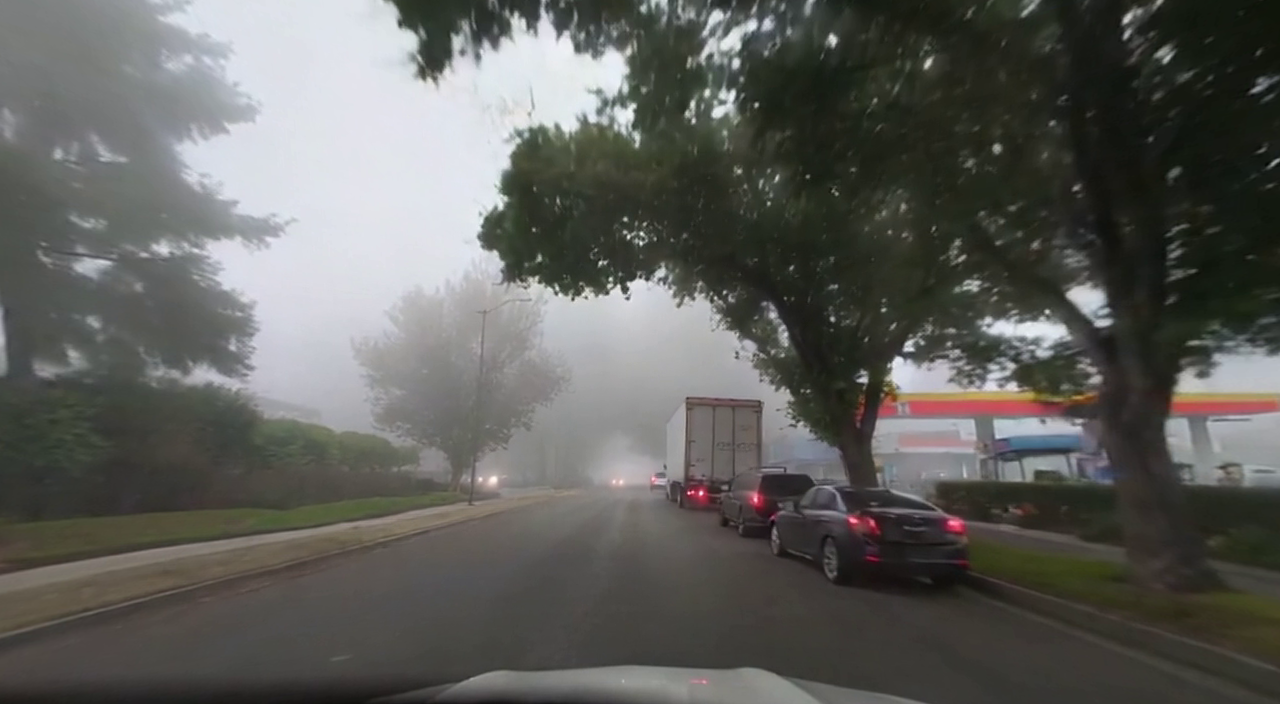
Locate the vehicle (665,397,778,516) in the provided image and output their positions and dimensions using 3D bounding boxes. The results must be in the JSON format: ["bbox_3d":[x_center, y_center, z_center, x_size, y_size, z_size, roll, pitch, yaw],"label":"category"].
[{"bbox_3d":[3.083,4.947,28.909,2.990,4.098,13.928,1,-11,-1],"label":"vehicle"}]

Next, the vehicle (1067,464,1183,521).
[{"bbox_3d":[18.836,5.459,24.618,2.436,2.052,2.410,0,-11,2],"label":"vehicle"}]

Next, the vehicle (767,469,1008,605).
[{"bbox_3d":[3.203,2.482,9.147,1.844,1.498,3.898,1,-11,-1],"label":"vehicle"}]
